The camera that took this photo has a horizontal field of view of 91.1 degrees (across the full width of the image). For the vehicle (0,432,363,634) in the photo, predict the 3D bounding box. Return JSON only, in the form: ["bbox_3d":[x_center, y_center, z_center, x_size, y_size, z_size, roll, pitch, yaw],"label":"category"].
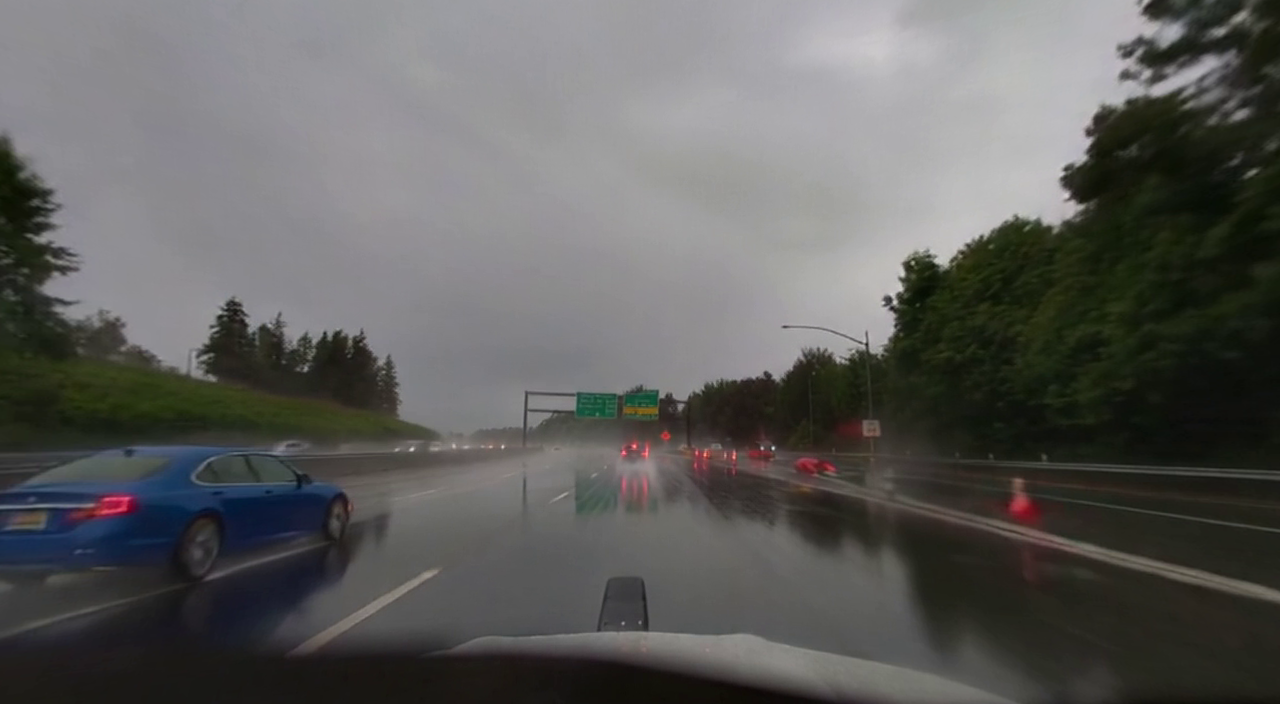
[{"bbox_3d":[-4.997,1.612,6.715,2.001,1.415,4.360,0,-8,1],"label":"vehicle"}]

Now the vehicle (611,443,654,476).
[{"bbox_3d":[-0.372,5.172,30.630,1.963,1.462,4.681,0,-8,-1],"label":"vehicle"}]

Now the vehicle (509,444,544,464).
[{"bbox_3d":[-8.776,7.934,49.040,1.946,1.472,4.472,0,-8,-1],"label":"vehicle"}]
